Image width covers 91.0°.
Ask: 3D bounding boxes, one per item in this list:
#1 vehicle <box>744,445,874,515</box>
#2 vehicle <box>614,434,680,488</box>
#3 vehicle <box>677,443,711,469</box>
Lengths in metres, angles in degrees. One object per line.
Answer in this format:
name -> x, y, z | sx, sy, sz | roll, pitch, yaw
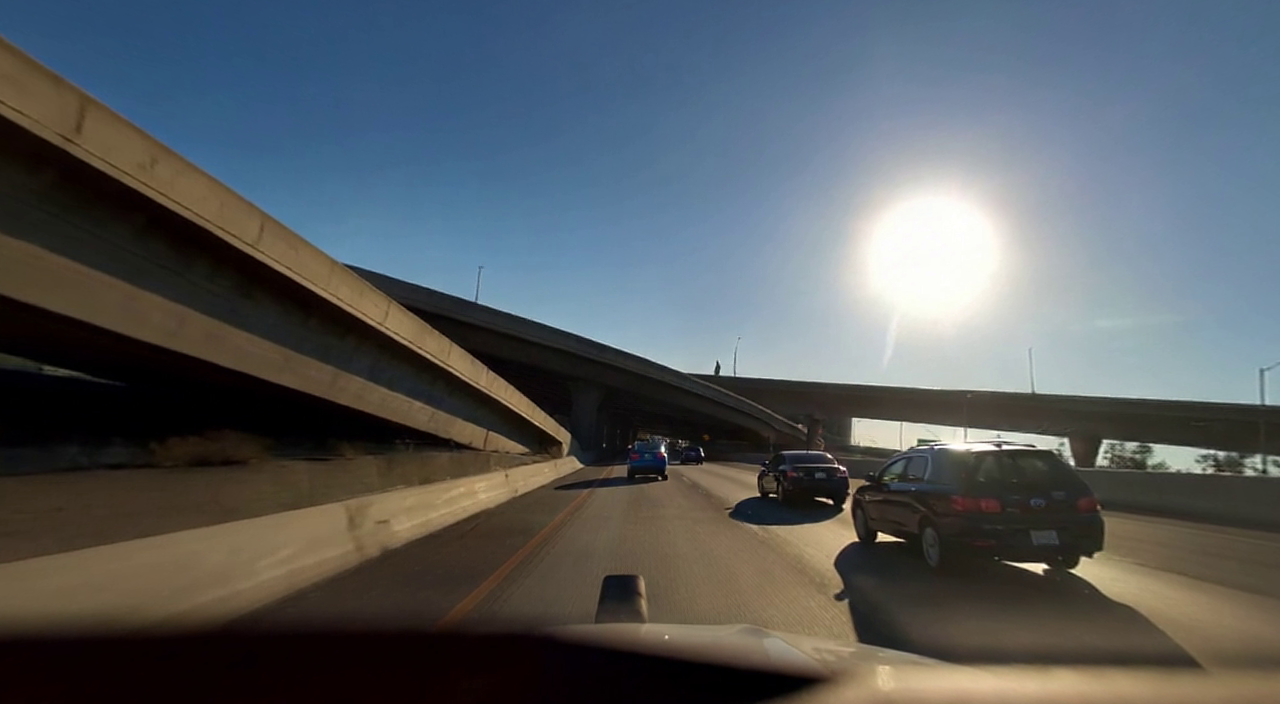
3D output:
vehicle -> 4.021, 3.096, 15.747 | 2.047, 1.500, 4.017 | 0, -9, -1
vehicle -> 0.226, 4.067, 23.809 | 2.264, 1.841, 4.583 | 0, -9, 0
vehicle -> 3.680, 7.162, 43.573 | 2.047, 1.700, 4.069 | 0, -9, 0
